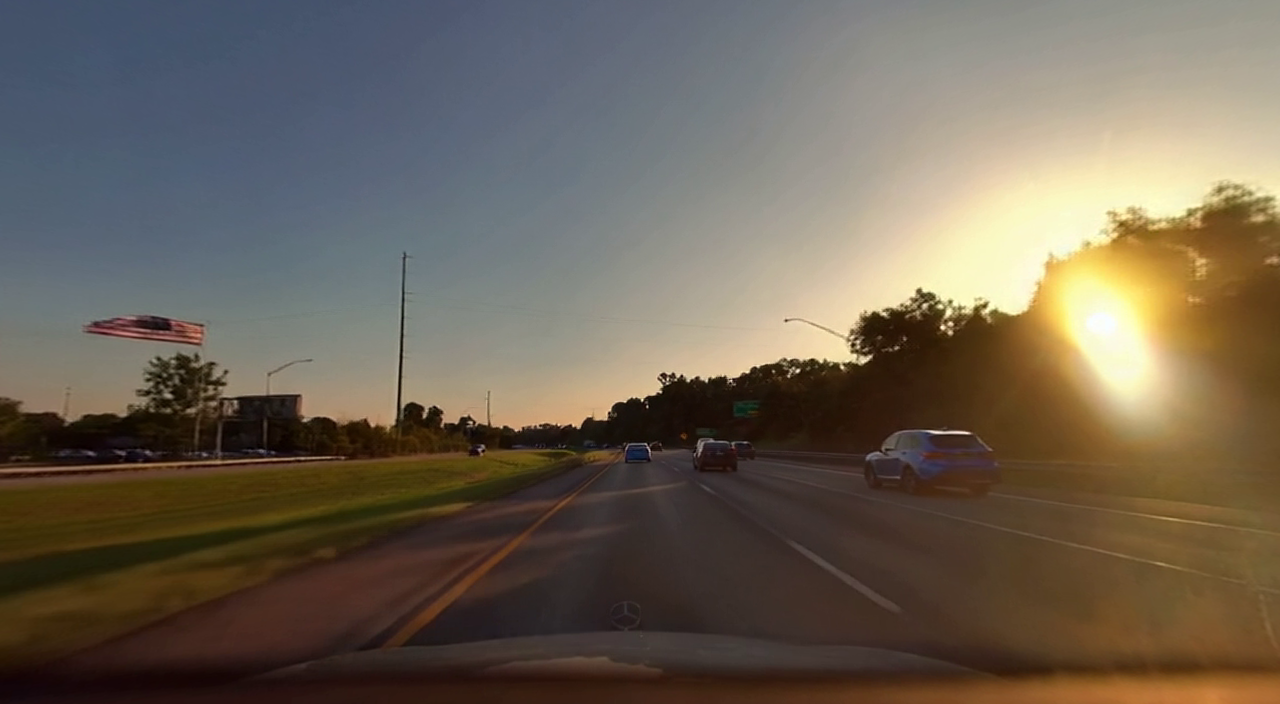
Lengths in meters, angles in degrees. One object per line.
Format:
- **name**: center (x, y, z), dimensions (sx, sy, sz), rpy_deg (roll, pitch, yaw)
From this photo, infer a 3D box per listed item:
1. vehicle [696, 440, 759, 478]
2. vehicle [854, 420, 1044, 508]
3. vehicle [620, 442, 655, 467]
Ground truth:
- **vehicle**: center (3.615, 4.499, 26.861), dimensions (1.978, 1.488, 4.252), rpy_deg (0, -8, -2)
- **vehicle**: center (7.211, 2.662, 15.493), dimensions (2.114, 1.800, 4.779), rpy_deg (0, -8, -1)
- **vehicle**: center (-0.203, 6.393, 39.700), dimensions (2.085, 1.449, 3.860), rpy_deg (0, -8, -1)
